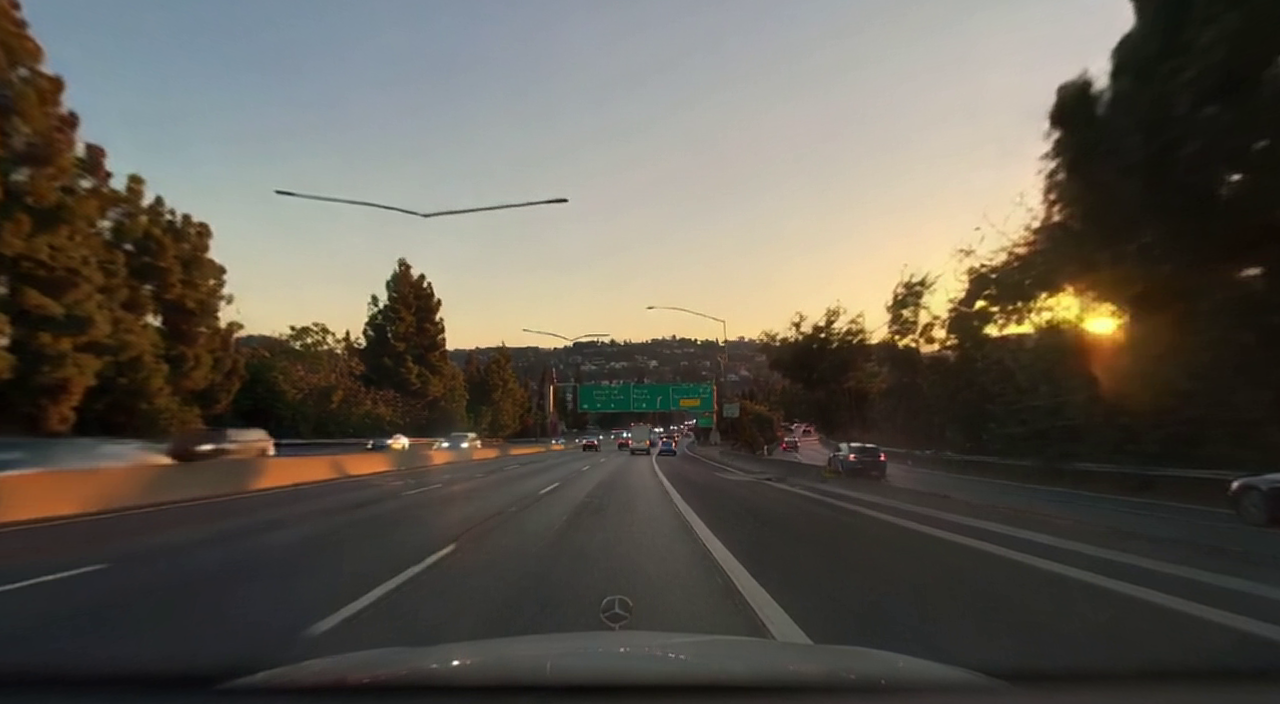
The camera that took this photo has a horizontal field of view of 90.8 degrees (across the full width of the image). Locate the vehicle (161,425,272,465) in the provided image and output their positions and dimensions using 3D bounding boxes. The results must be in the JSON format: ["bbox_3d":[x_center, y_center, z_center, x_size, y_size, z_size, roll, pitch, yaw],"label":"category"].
[{"bbox_3d":[-19.224,4.250,28.974,1.960,1.706,4.524,0,-8,0],"label":"vehicle"}]

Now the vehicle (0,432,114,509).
[{"bbox_3d":[-13.149,2.291,12.249,1.925,1.456,4.613,0,-8,0],"label":"vehicle"}]
